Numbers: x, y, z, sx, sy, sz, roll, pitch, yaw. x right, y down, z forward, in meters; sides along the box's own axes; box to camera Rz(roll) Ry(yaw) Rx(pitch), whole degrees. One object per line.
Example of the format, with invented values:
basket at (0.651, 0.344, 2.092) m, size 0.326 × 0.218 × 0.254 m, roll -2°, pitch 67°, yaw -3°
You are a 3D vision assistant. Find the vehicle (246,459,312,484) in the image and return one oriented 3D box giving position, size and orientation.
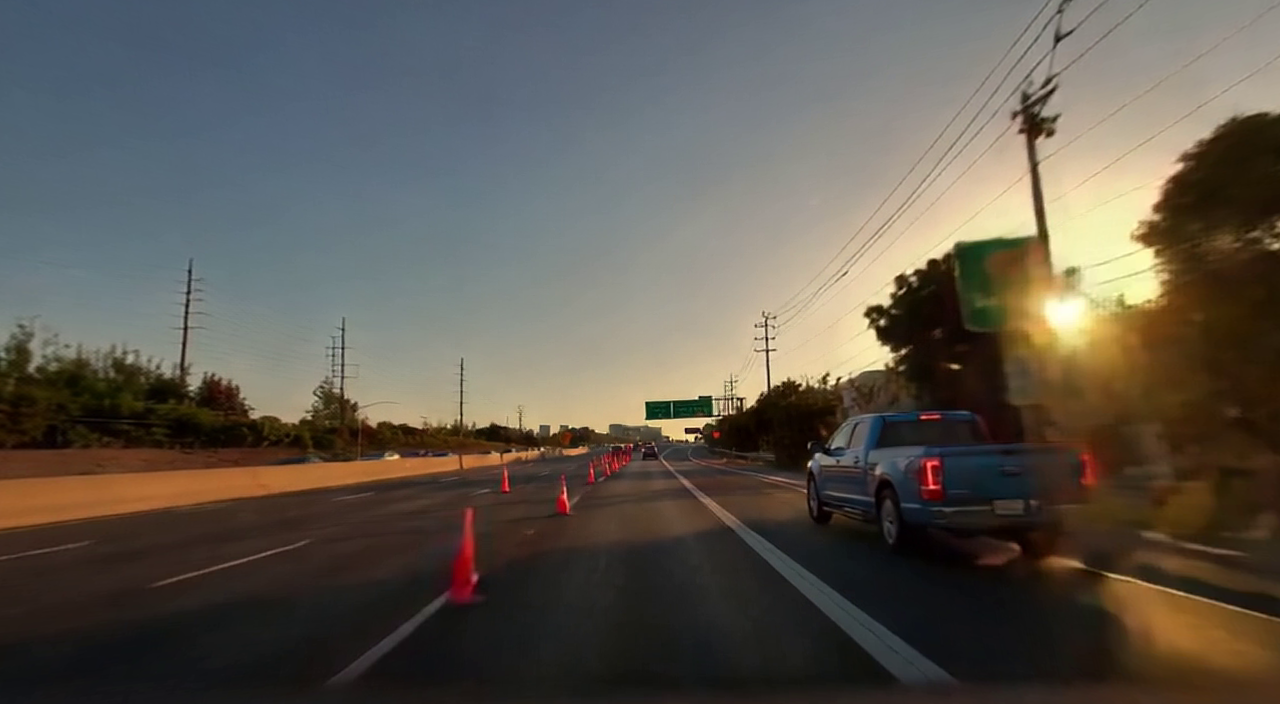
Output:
vehicle at (-23.638, 7.815, 41.455) m, size 1.757 × 1.465 × 4.244 m, roll 0°, pitch -8°, yaw 2°

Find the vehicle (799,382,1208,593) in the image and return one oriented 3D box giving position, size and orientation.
vehicle at (3.868, 1.579, 8.254) m, size 2.186 × 1.840 × 5.289 m, roll 0°, pitch -8°, yaw 0°
